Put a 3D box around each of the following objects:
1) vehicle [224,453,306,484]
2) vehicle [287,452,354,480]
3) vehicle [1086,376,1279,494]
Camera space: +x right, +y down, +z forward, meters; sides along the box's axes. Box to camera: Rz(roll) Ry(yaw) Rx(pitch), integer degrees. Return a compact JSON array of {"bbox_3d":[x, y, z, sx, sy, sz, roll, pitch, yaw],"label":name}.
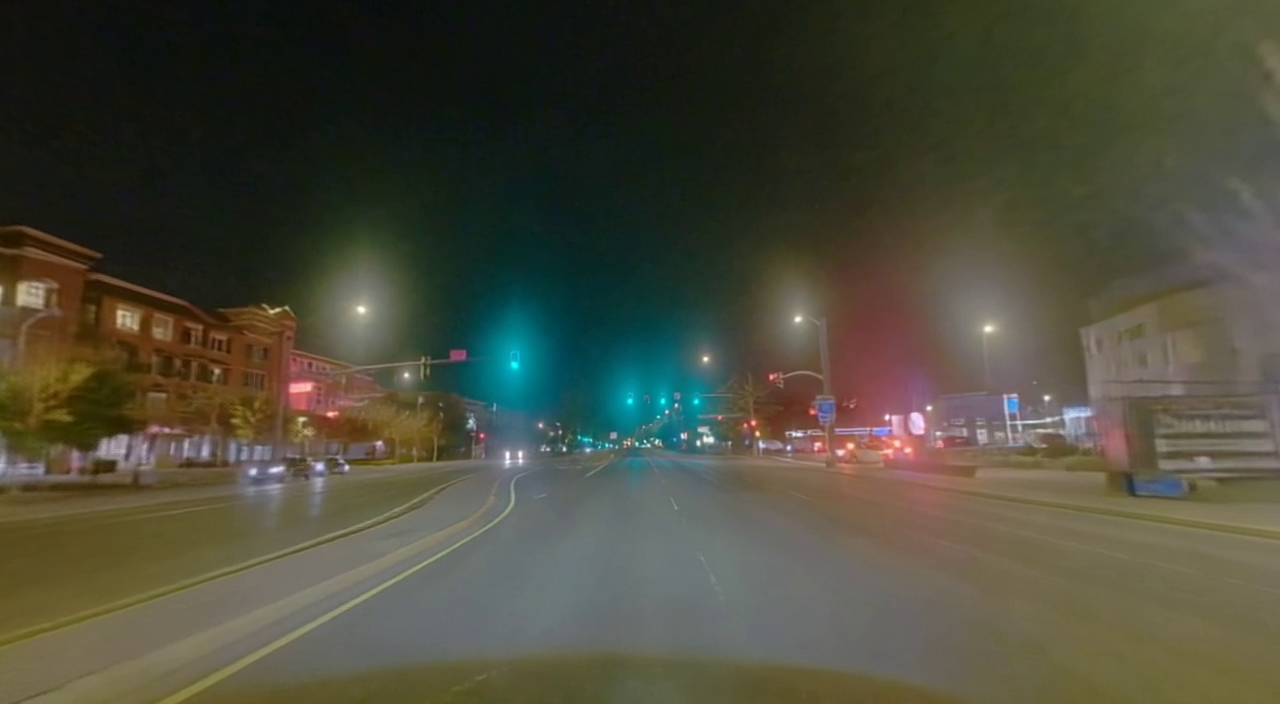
[{"bbox_3d":[-20.054,6.235,33.966,1.713,1.499,4.040,-1,-9,3],"label":"vehicle"},{"bbox_3d":[-19.907,7.089,39.607,1.911,1.458,4.547,-1,-7,-1],"label":"vehicle"},{"bbox_3d":[18.041,2.523,19.153,6.639,3.312,2.759,-1,-9,3],"label":"vehicle"}]
